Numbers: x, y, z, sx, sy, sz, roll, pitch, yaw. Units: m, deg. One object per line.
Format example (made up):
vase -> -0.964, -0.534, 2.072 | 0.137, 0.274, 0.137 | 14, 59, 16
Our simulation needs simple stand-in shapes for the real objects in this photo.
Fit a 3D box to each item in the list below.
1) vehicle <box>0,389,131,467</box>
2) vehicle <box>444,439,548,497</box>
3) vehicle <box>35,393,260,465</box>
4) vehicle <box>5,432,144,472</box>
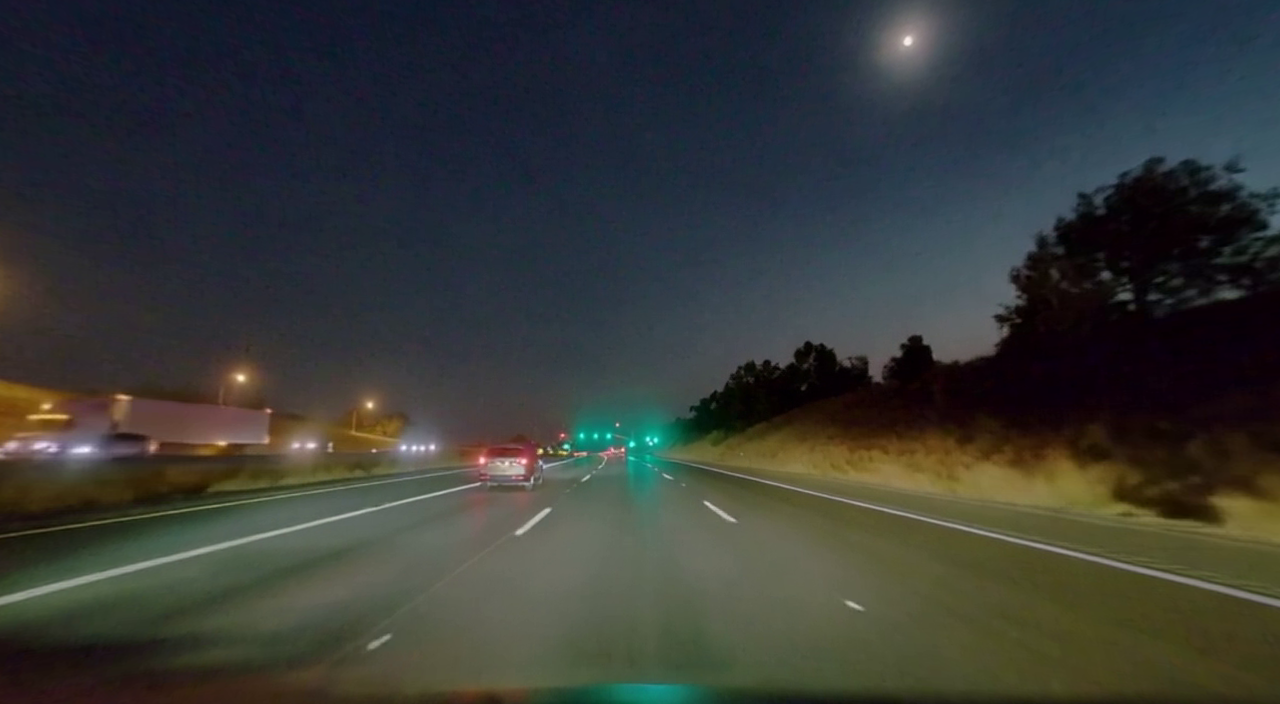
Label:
vehicle -> -33.181, 4.391, 35.732 | 2.988, 3.971, 6.742 | 0, -9, -2
vehicle -> -4.147, 3.436, 19.067 | 2.073, 1.516, 4.478 | 0, -9, 0
vehicle -> -33.551, 5.723, 44.966 | 2.900, 4.172, 16.828 | 0, -9, -1
vehicle -> -25.128, 4.474, 28.350 | 1.962, 1.659, 4.592 | 0, -9, -1
